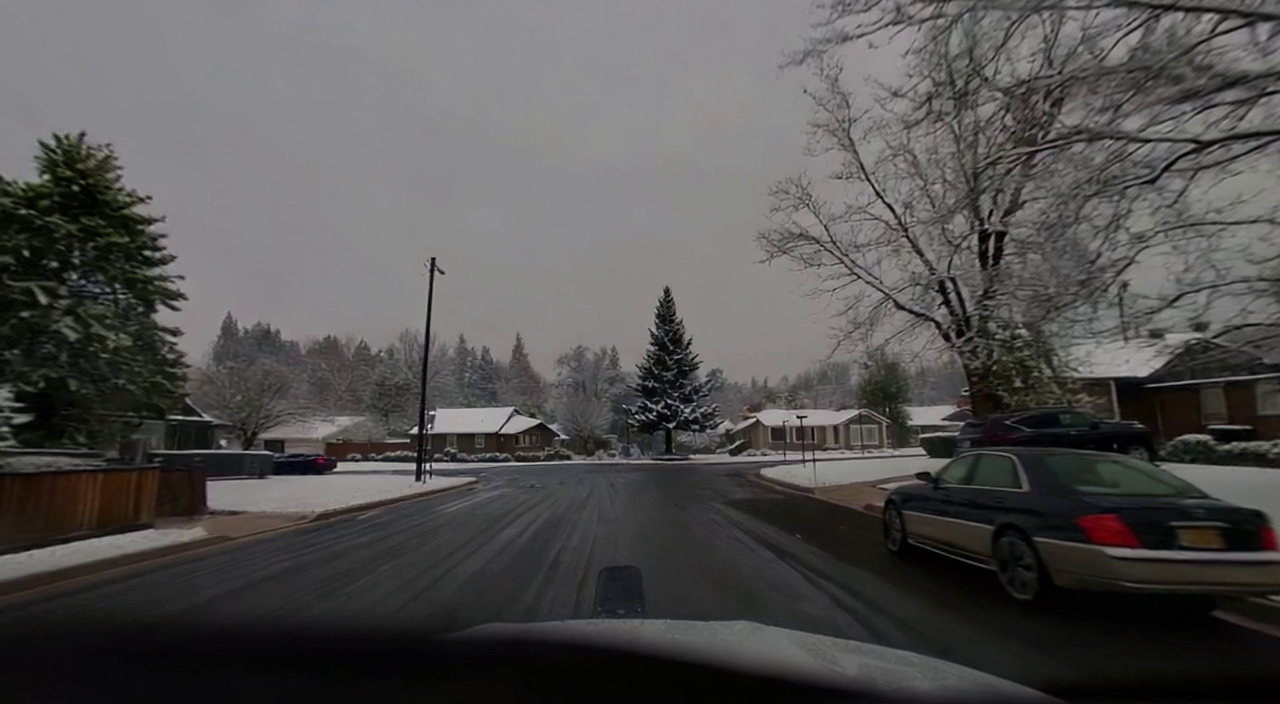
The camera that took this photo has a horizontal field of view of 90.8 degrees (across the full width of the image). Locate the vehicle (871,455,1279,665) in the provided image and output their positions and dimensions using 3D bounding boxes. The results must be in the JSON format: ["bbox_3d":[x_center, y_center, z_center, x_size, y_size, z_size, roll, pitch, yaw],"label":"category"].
[{"bbox_3d":[3.773,1.569,5.733,1.877,1.206,3.669,0,-9,-2],"label":"vehicle"}]

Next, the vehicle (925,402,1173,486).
[{"bbox_3d":[10.566,2.434,16.684,4.888,1.807,2.224,-3,-9,-1],"label":"vehicle"}]
